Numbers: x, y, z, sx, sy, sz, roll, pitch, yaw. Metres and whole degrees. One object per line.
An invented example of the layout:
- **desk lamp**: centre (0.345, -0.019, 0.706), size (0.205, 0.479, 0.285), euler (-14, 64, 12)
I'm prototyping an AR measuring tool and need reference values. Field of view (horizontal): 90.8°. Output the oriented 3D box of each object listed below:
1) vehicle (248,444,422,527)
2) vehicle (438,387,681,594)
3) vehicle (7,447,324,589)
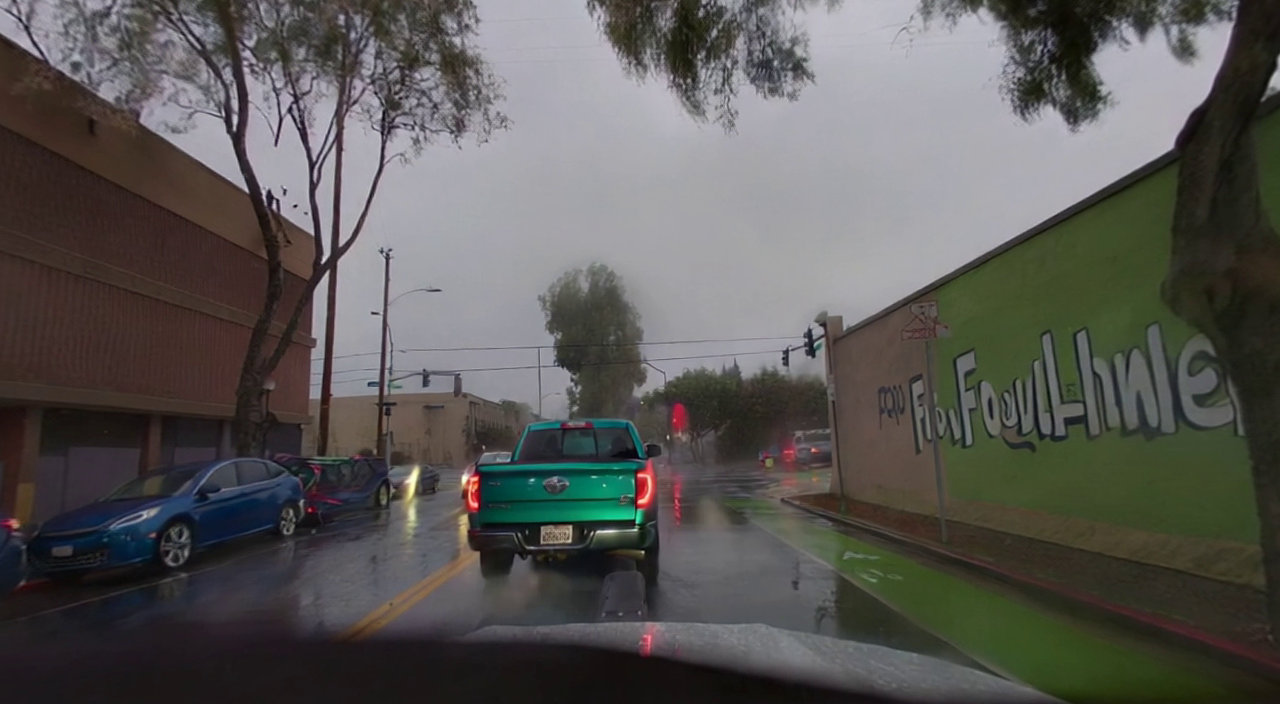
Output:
- **vehicle**: centre (-7.399, 3.227, 16.069), size (1.884, 1.730, 5.076), euler (0, -8, 0)
- **vehicle**: centre (-0.711, 1.607, 8.169), size (2.215, 1.882, 4.611), euler (0, -8, 1)
- **vehicle**: centre (-7.208, 2.456, 10.383), size (1.882, 1.686, 4.489), euler (-2, -8, -3)
